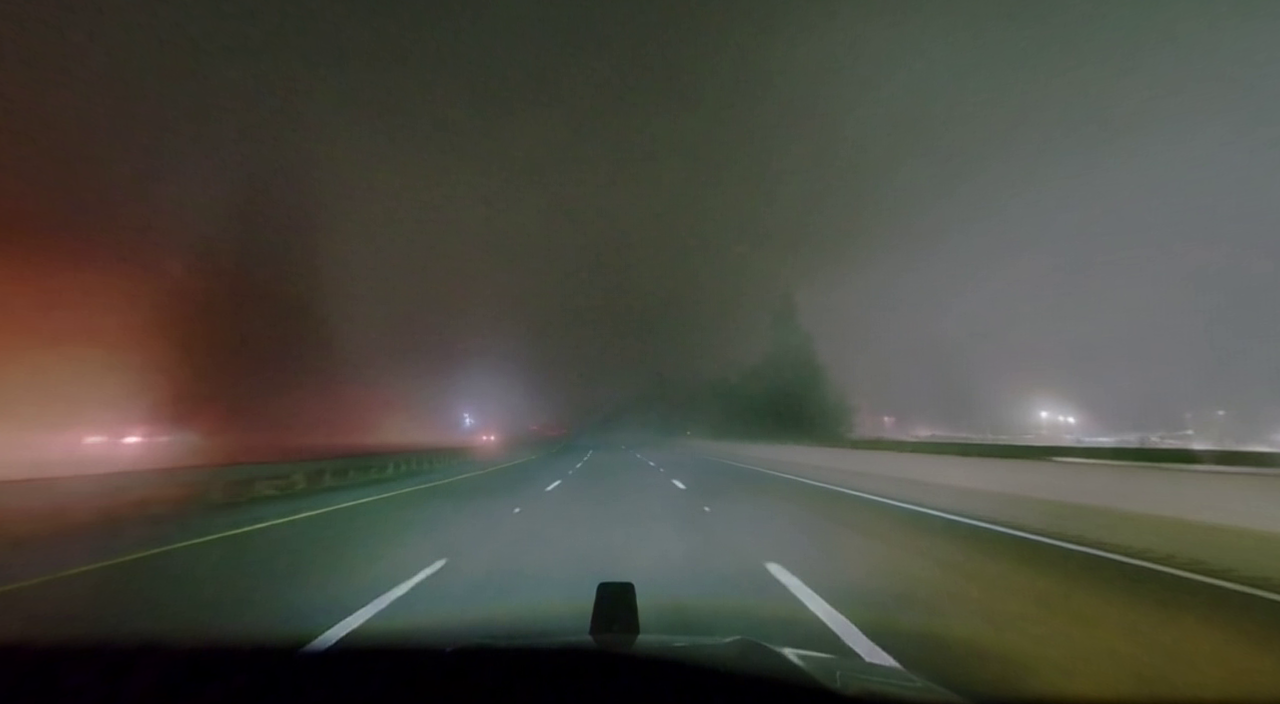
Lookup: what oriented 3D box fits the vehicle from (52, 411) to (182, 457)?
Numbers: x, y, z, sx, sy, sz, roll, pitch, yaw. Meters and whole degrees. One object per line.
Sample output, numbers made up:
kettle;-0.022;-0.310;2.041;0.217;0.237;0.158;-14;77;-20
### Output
vehicle;-25.850;4.110;31.474;2.111;2.065;5.236;0;-8;-3
